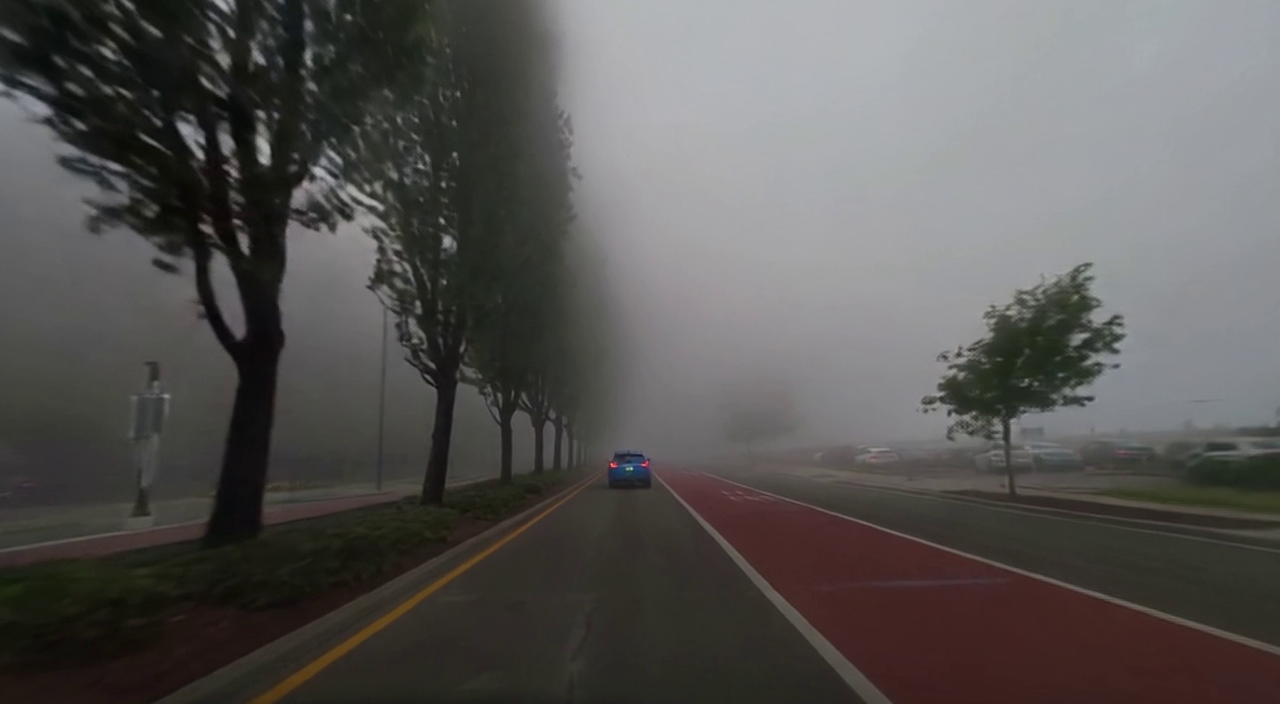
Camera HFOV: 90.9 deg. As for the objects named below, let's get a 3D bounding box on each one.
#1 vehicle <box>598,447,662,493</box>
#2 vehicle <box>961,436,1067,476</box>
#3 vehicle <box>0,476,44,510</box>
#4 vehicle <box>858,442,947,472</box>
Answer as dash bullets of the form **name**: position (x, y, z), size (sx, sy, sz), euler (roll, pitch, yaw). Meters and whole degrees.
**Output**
- **vehicle**: position (-0.383, 4.121, 22.429), size (2.063, 1.442, 4.135), euler (0, -9, -2)
- **vehicle**: position (15.181, 4.247, 25.844), size (1.913, 1.470, 3.714), euler (0, -9, -3)
- **vehicle**: position (-32.565, 7.303, 32.802), size (1.970, 1.476, 3.940), euler (7, -12, -41)
- **vehicle**: position (14.335, 5.722, 34.614), size (4.003, 1.476, 1.884), euler (-2, -8, 2)
